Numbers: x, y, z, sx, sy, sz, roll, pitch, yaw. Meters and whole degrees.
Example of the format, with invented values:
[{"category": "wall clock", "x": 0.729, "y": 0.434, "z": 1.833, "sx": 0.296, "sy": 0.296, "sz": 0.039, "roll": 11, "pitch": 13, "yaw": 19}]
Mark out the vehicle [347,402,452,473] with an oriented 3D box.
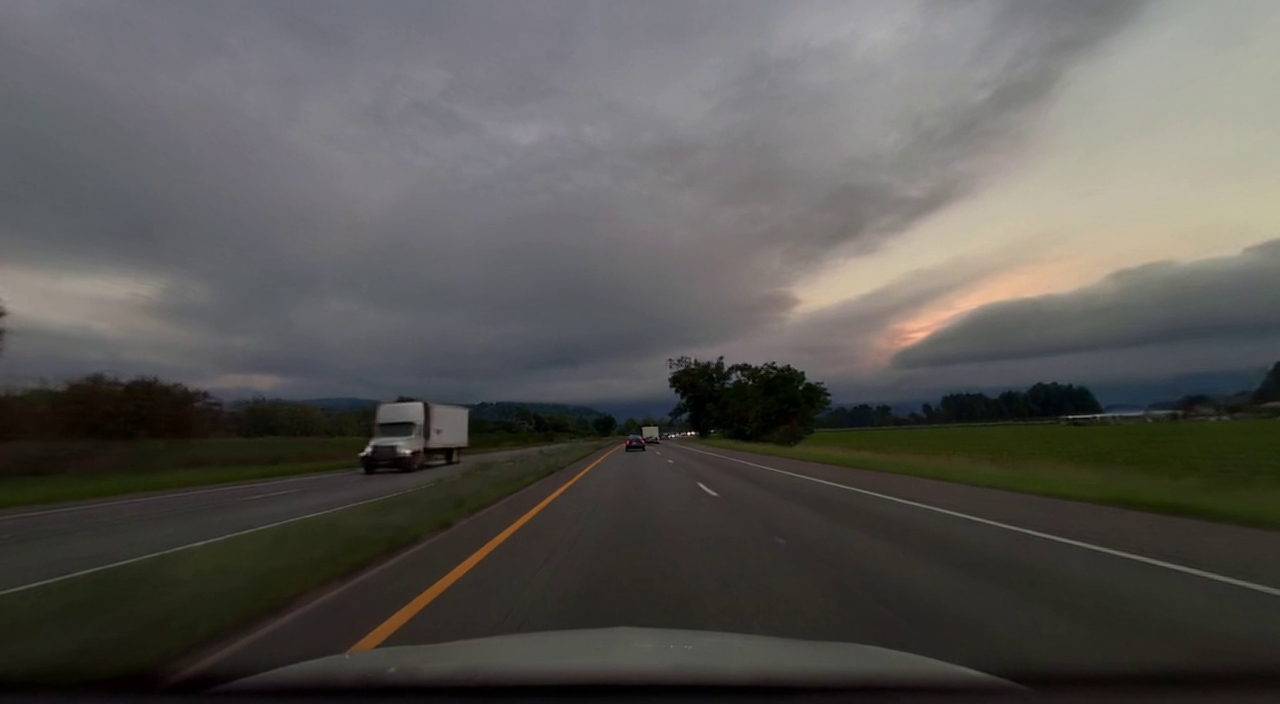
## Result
[{"category": "vehicle", "x": -12.477, "y": 4.527, "z": 33.439, "sx": 2.770, "sy": 3.343, "sz": 7.147, "roll": 0, "pitch": -8, "yaw": -1}]
